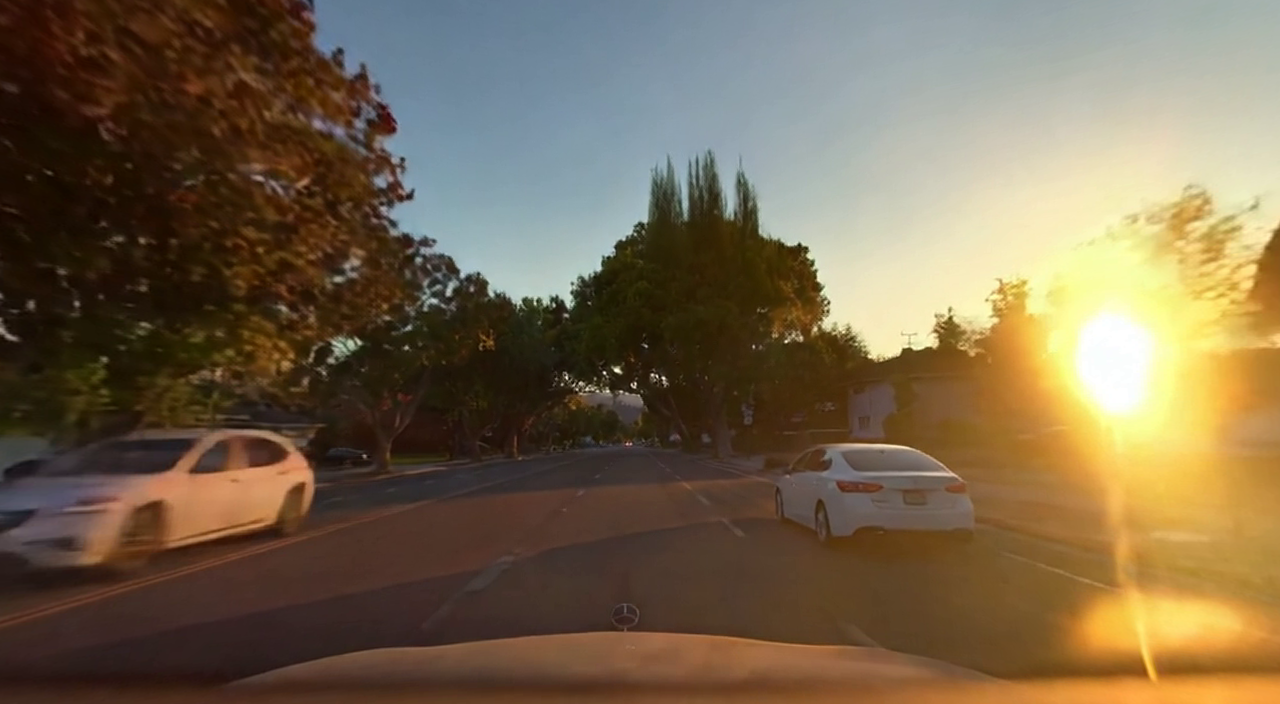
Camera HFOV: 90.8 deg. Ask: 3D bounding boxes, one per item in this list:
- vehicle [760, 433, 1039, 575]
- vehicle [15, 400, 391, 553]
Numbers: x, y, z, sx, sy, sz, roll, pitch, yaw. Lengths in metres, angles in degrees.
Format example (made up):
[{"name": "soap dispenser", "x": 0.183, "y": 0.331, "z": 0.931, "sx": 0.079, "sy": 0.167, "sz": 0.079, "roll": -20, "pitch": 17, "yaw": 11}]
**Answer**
[{"name": "vehicle", "x": 3.171, "y": 1.938, "z": 8.883, "sx": 2.057, "sy": 1.493, "sz": 4.225, "roll": 0, "pitch": -9, "yaw": -1}, {"name": "vehicle", "x": -6.966, "y": 2.096, "z": 11.462, "sx": 2.334, "sy": 1.985, "sz": 6.274, "roll": 0, "pitch": -9, "yaw": 0}]
